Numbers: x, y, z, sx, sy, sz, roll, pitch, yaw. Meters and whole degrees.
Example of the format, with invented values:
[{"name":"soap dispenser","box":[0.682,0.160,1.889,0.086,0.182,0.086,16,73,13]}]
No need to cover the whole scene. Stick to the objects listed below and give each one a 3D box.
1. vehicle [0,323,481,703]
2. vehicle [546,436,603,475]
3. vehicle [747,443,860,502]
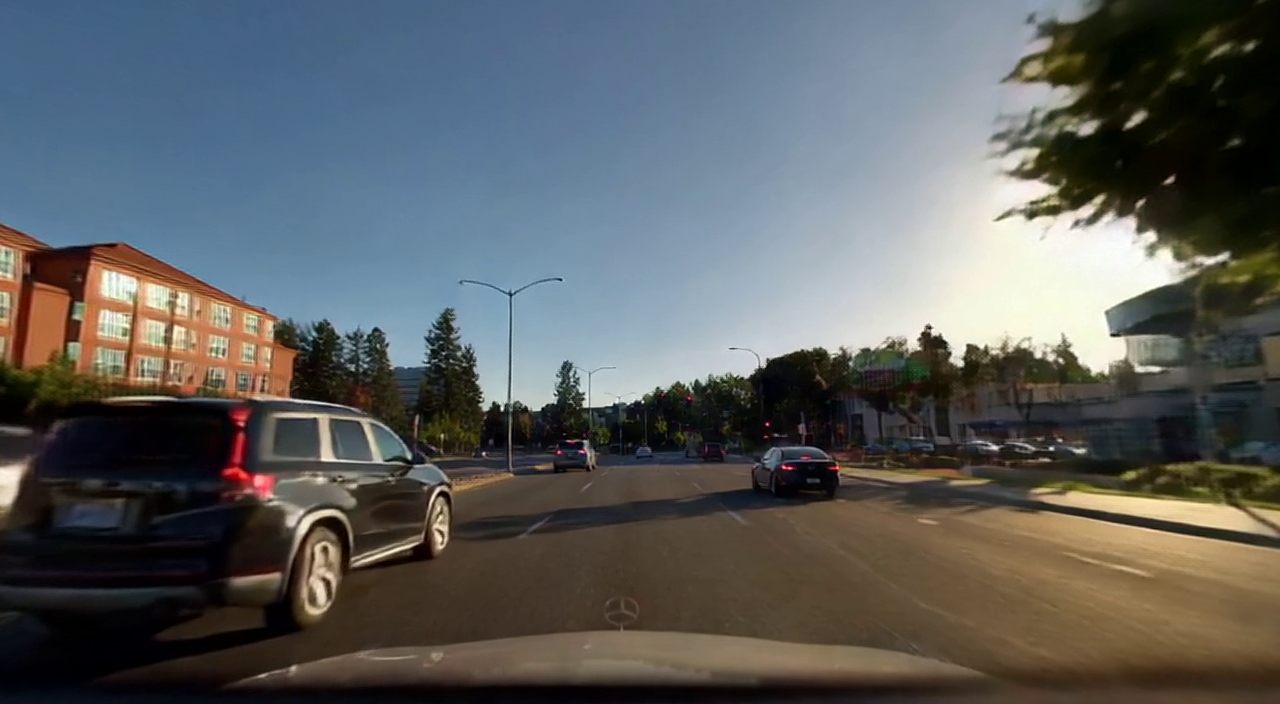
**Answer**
[{"name":"vehicle","box":[-3.305,1.187,5.501,2.450,1.866,5.416,0,-8,0]},{"name":"vehicle","box":[-3.294,5.340,32.758,2.305,1.833,4.912,0,-8,1]},{"name":"vehicle","box":[4.519,3.375,18.249,1.960,1.471,4.378,0,-8,-2]}]
